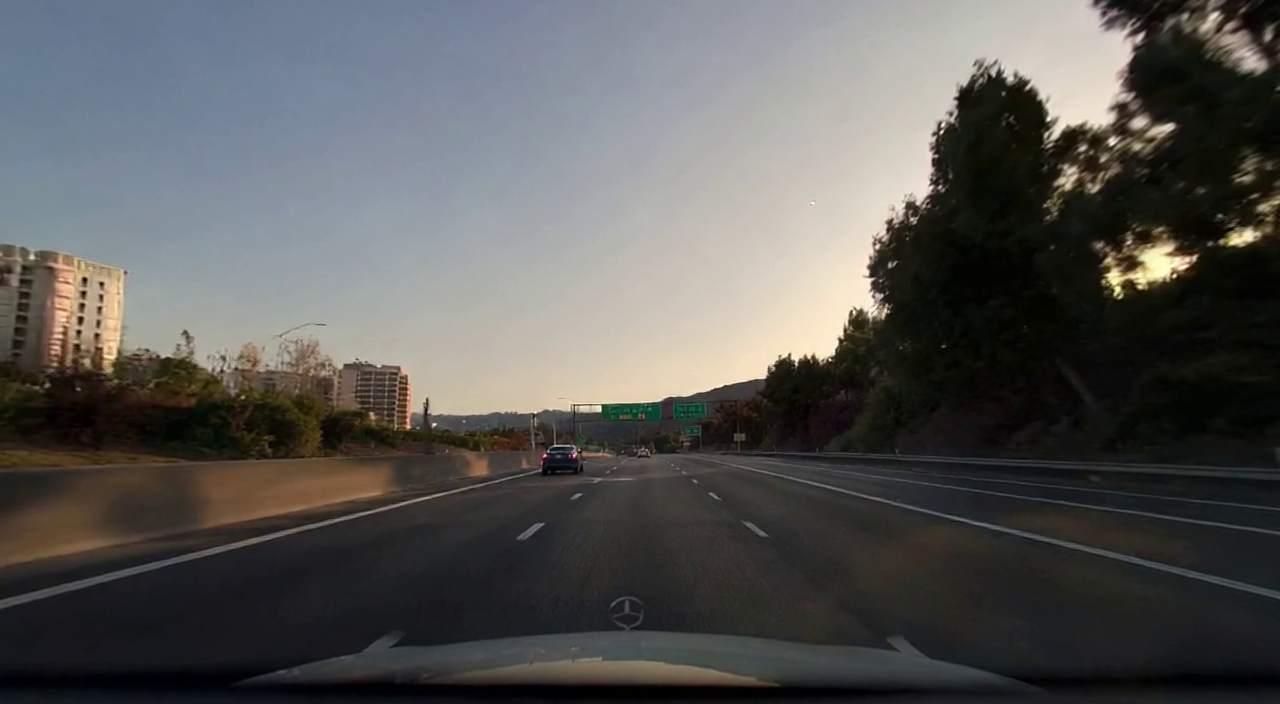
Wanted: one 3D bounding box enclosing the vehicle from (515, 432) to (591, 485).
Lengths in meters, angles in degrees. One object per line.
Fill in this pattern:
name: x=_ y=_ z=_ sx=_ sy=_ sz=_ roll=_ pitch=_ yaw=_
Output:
vehicle: x=-3.017 y=3.823 z=22.879 sx=2.072 sy=1.706 sz=4.359 roll=0 pitch=-8 yaw=1
